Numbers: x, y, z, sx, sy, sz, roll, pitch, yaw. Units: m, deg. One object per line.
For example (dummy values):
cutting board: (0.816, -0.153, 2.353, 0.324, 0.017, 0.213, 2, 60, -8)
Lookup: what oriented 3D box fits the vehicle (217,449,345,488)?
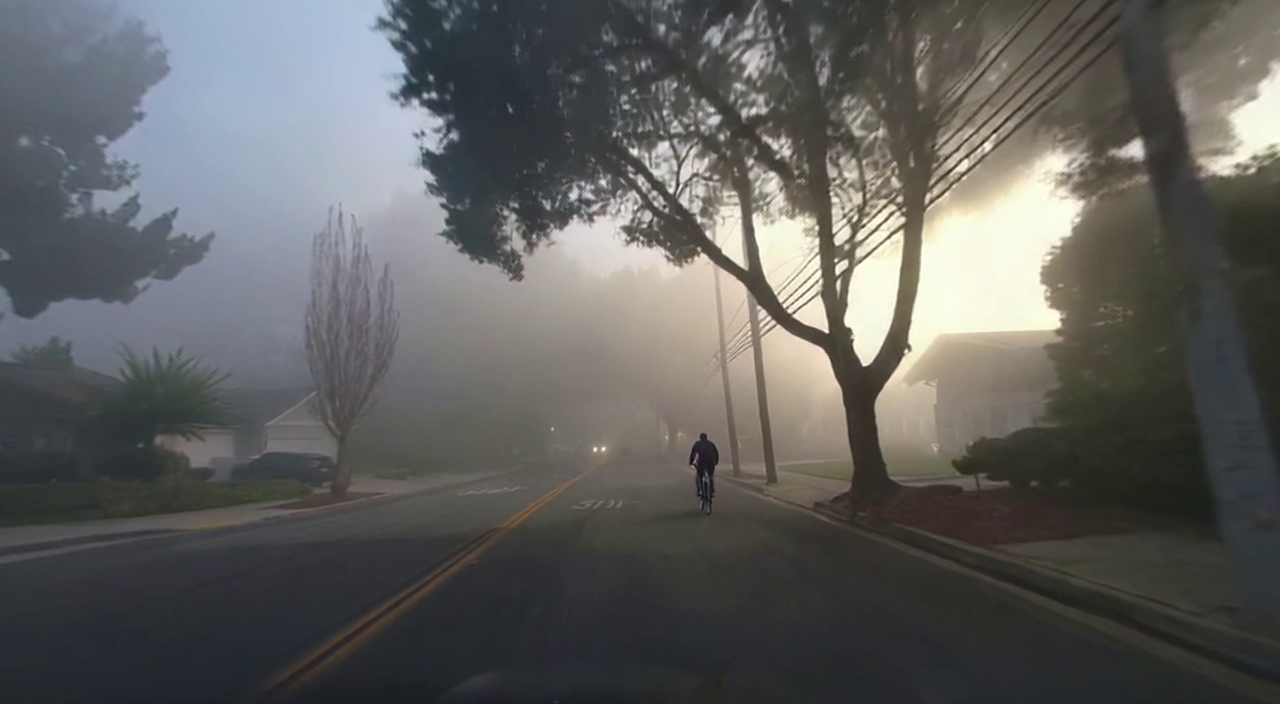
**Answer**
vehicle: (-14.629, 4.753, 25.904, 4.143, 1.480, 1.755, 0, -8, -2)
